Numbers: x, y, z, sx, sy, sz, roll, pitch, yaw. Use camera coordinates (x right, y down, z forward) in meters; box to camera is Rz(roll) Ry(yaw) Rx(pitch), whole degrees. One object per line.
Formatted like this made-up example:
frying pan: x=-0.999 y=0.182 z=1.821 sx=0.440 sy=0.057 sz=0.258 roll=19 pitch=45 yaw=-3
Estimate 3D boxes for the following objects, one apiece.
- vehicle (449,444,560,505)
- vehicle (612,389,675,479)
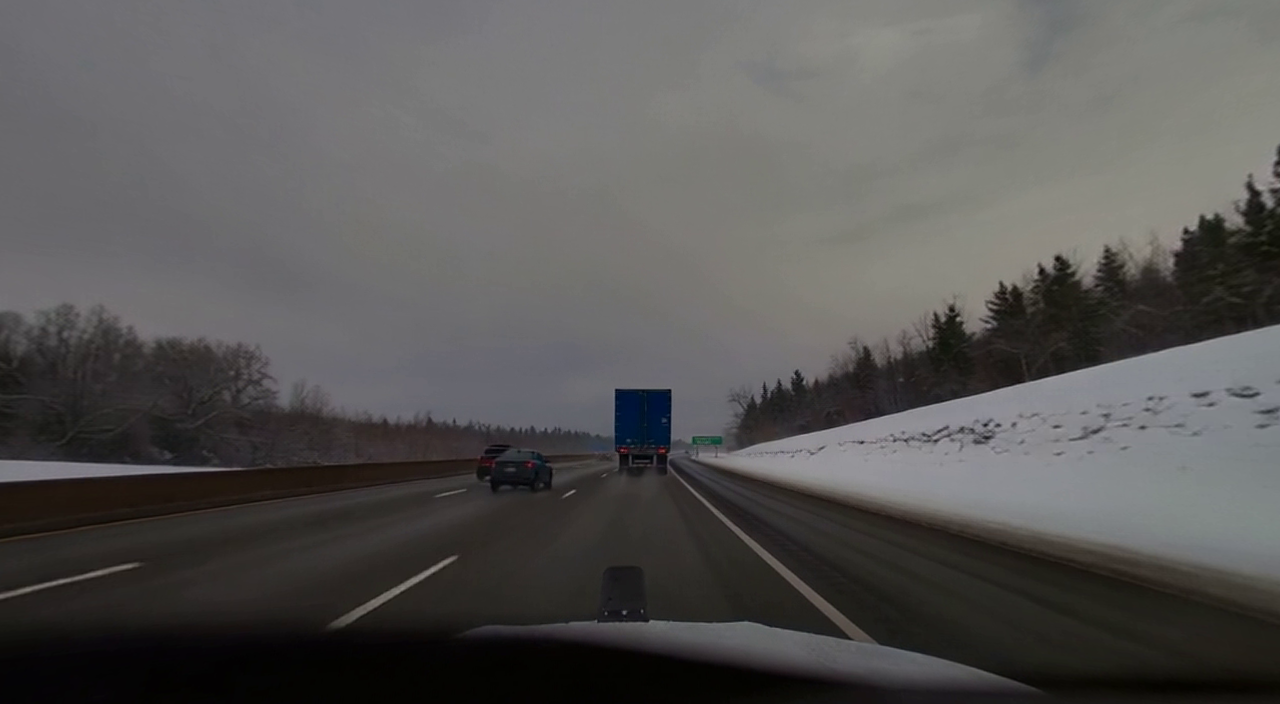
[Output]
vehicle: x=-3.634 y=3.383 z=17.853 sx=2.092 sy=1.465 sz=4.448 roll=0 pitch=-9 yaw=1
vehicle: x=0.254 y=4.886 z=36.527 sx=2.851 sy=4.098 sz=14.436 roll=-1 pitch=-9 yaw=1
